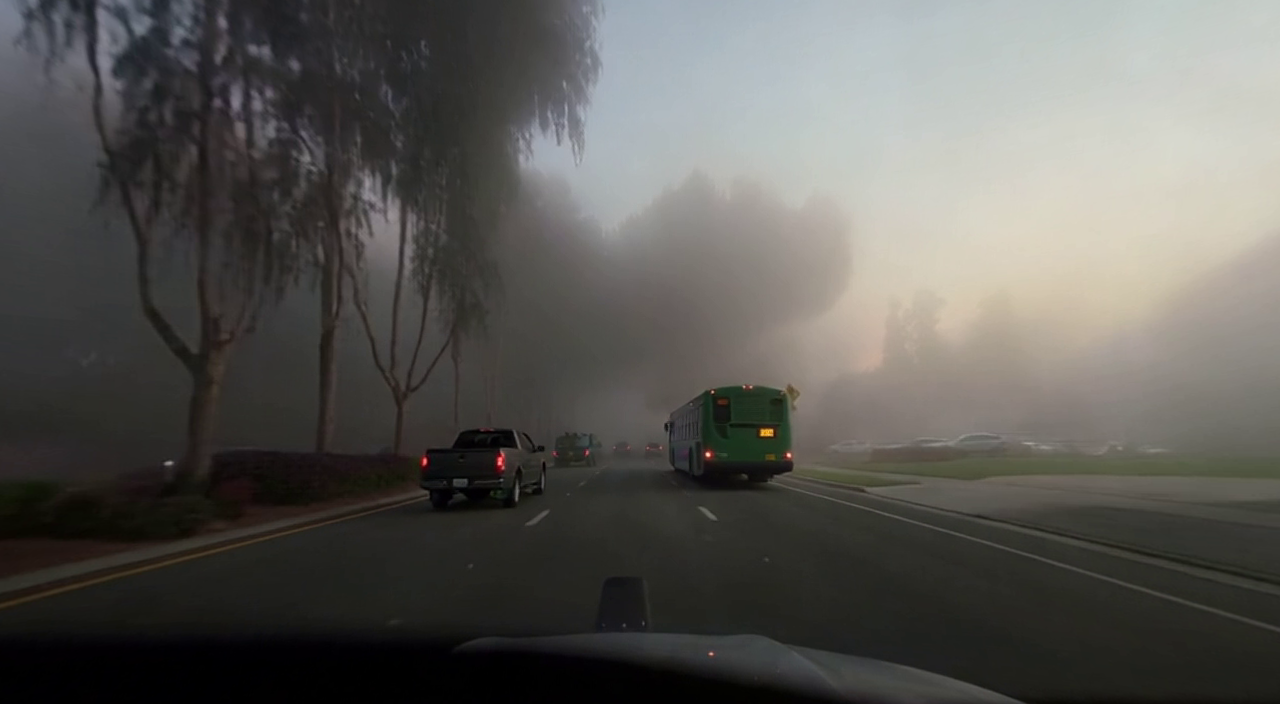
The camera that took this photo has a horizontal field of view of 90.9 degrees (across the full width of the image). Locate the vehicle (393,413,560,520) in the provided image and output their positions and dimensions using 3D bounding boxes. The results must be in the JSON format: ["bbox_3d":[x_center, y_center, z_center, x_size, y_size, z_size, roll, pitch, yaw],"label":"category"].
[{"bbox_3d":[-3.183,2.379,13.604,2.074,1.849,5.137,0,-8,2],"label":"vehicle"}]

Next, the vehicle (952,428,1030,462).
[{"bbox_3d":[21.770,5.799,39.360,2.152,1.945,4.827,0,-8,1],"label":"vehicle"}]

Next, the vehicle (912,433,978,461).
[{"bbox_3d":[19.049,5.962,39.606,2.062,1.683,4.209,0,-8,2],"label":"vehicle"}]

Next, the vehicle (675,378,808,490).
[{"bbox_3d":[3.314,3.320,24.807,3.059,3.264,12.623,0,-8,0],"label":"vehicle"}]

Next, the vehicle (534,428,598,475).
[{"bbox_3d":[-3.481,4.875,31.046,2.513,2.066,5.820,0,-8,0],"label":"vehicle"}]
